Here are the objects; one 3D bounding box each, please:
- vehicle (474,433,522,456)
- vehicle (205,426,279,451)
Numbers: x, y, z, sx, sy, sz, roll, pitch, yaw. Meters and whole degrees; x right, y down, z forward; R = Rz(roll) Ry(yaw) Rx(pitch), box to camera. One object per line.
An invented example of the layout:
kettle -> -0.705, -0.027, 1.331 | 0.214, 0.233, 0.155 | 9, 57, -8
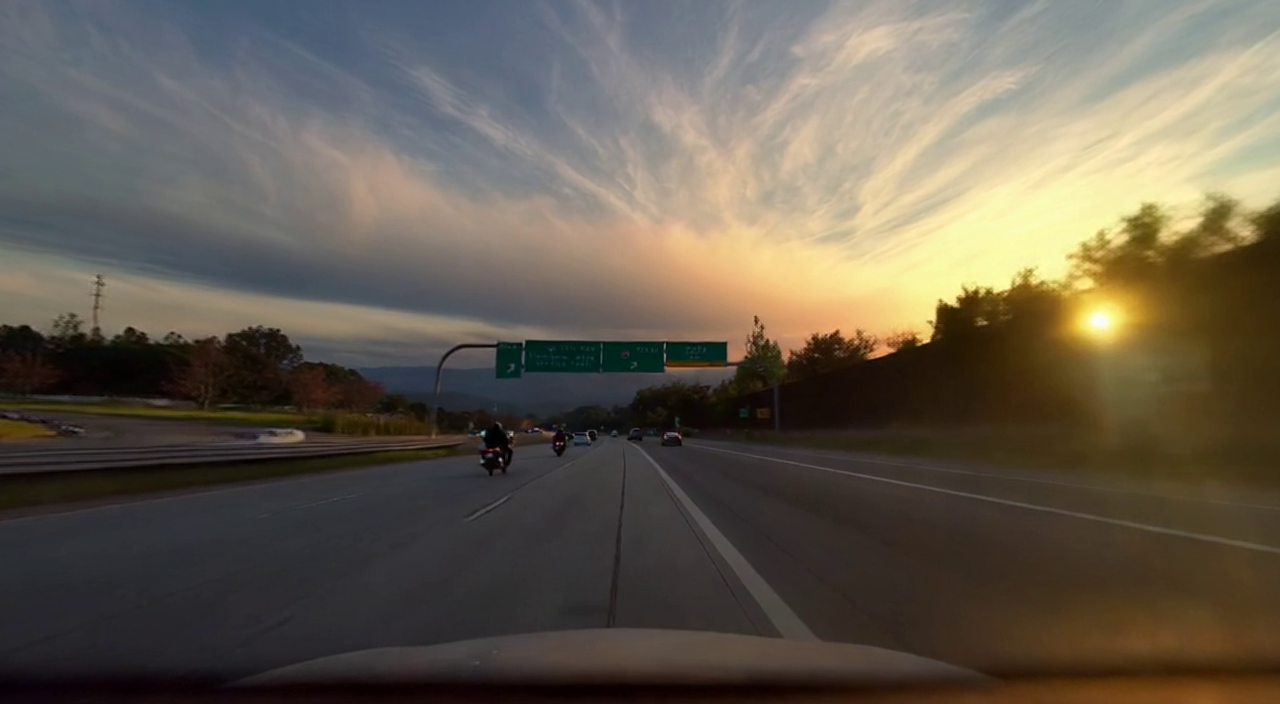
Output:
vehicle -> -9.152, 5.998, 41.010 | 2.053, 1.409, 4.704 | 0, -7, 0
vehicle -> -24.602, 5.368, 39.145 | 1.849, 1.465, 4.363 | 0, -7, -2
